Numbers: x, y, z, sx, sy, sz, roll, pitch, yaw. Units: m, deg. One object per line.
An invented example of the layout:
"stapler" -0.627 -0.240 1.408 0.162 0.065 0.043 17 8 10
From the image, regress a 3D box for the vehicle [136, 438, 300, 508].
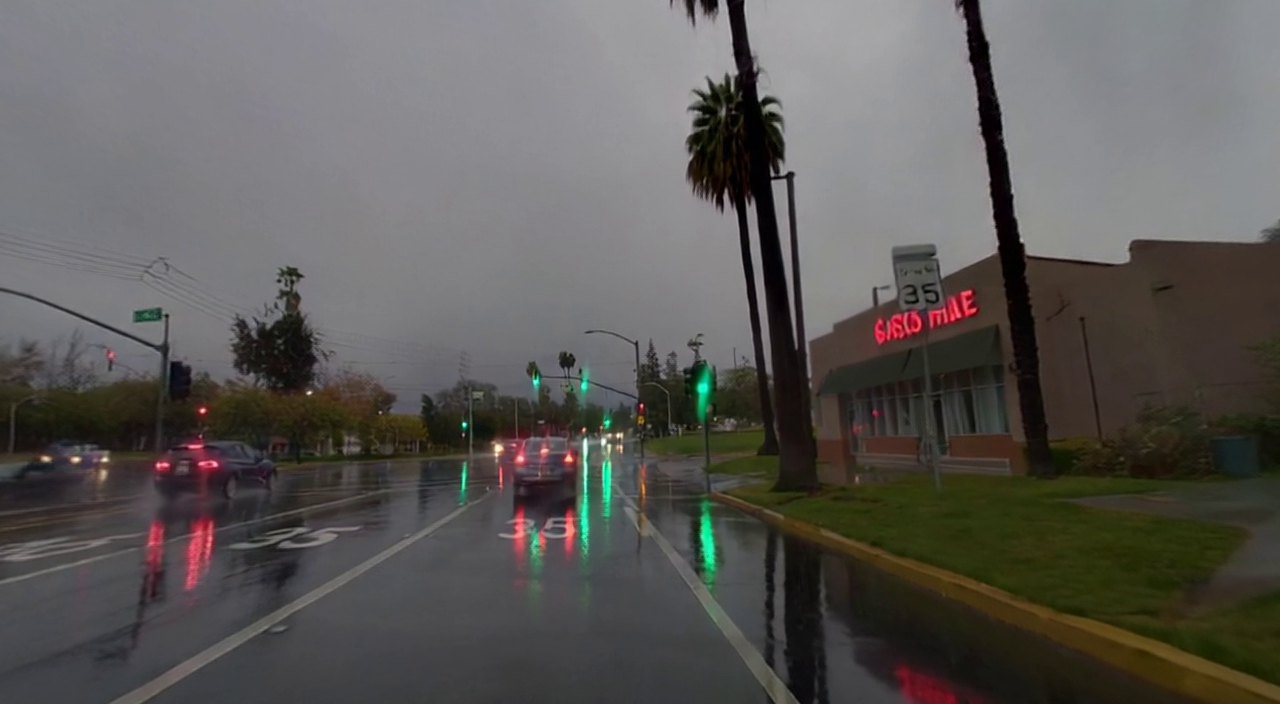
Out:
"vehicle" -12.513 3.566 19.225 2.050 1.811 4.752 1 -8 -5

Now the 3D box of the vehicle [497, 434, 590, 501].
"vehicle" -2.405 2.928 16.458 2.063 1.474 4.334 1 -8 -6

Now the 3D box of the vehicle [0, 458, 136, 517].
"vehicle" -18.054 4.036 19.279 1.879 1.496 4.510 0 -8 -4
